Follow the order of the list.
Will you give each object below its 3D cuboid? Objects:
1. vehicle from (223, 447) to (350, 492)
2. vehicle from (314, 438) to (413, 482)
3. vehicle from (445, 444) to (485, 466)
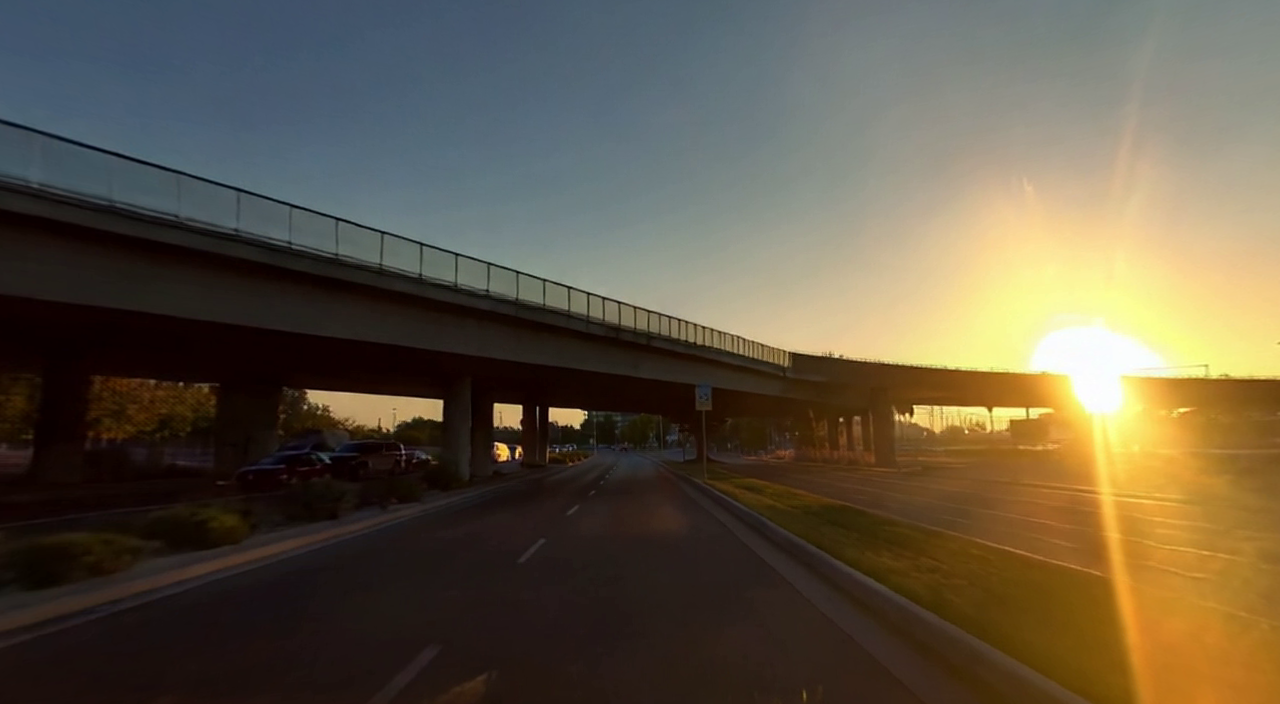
[{"bbox_3d":[-13.489,4.476,24.523,2.156,1.489,4.758,0,-8,0],"label":"vehicle"},{"bbox_3d":[-13.138,5.136,30.496,2.064,1.809,5.545,2,-8,2],"label":"vehicle"},{"bbox_3d":[-13.348,7.838,48.464,1.907,1.553,4.683,0,-8,-2],"label":"vehicle"}]
